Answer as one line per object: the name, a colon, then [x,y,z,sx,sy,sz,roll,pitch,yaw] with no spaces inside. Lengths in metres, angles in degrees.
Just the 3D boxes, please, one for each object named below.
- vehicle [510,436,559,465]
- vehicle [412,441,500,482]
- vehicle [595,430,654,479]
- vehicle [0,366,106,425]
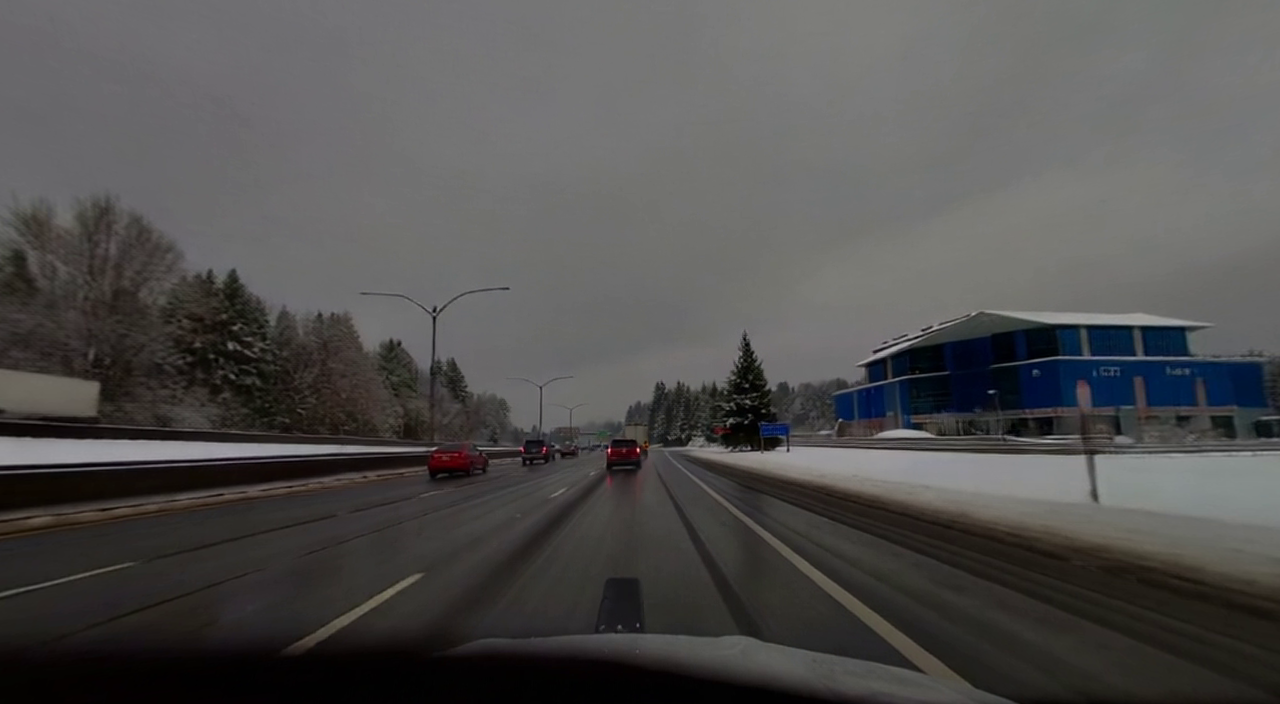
vehicle: [-7.278,6.905,44.229,2.328,1.927,5.880,0,-9,1]
vehicle: [-7.345,4.398,25.687,2.074,1.495,4.643,0,-9,1]
vehicle: [-0.602,4.290,26.643,2.245,1.863,4.801,0,-9,0]
vehicle: [-43.689,2.843,41.958,2.869,3.629,16.798,1,-8,-5]
